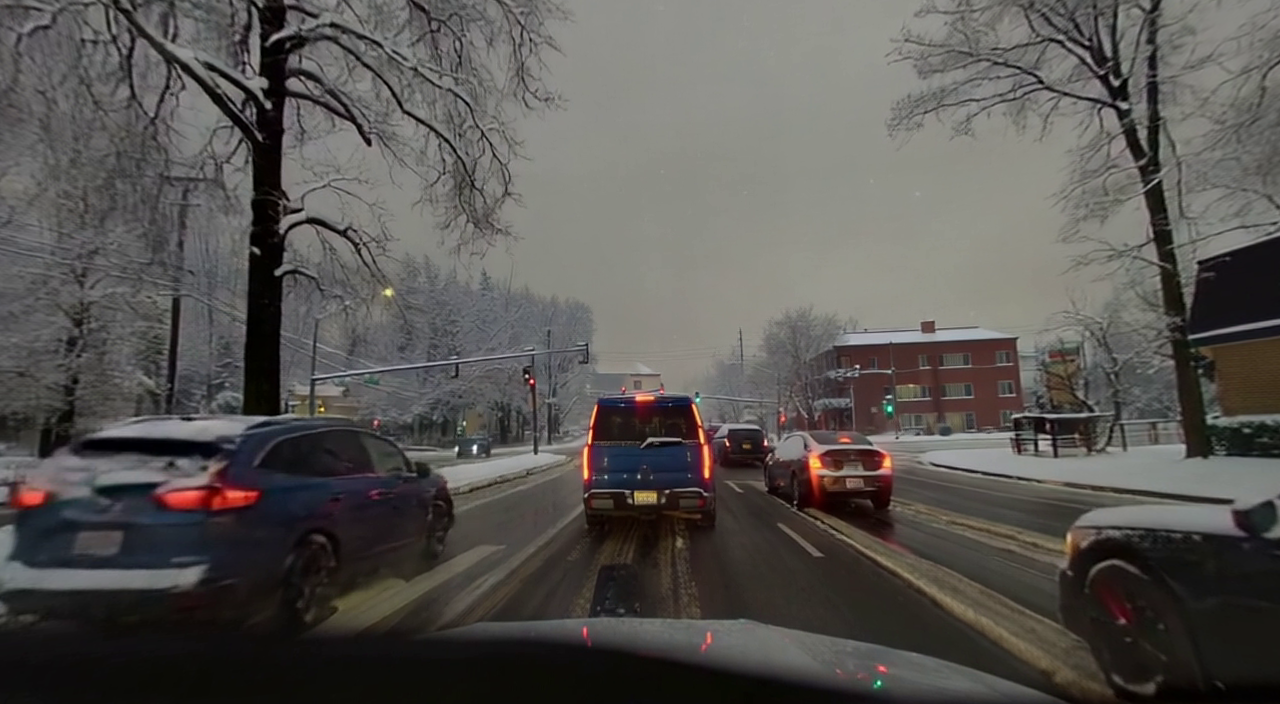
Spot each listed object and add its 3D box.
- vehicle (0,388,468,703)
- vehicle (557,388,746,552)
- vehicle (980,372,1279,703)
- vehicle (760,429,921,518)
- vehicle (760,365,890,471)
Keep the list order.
[{"bbox_3d":[-3.015,1.233,4.872,2.010,1.515,4.152,0,-9,3],"label":"vehicle"},{"bbox_3d":[0.222,1.718,9.645,2.188,1.892,4.488,0,-9,2],"label":"vehicle"},{"bbox_3d":[3.218,0.789,1.890,2.109,1.500,4.585,-1,-9,5],"label":"vehicle"},{"bbox_3d":[3.703,2.324,12.463,1.862,1.451,4.083,0,-9,1],"label":"vehicle"},{"bbox_3d":[7.684,3.102,27.780,2.965,3.900,9.064,0,-9,0],"label":"vehicle"}]
